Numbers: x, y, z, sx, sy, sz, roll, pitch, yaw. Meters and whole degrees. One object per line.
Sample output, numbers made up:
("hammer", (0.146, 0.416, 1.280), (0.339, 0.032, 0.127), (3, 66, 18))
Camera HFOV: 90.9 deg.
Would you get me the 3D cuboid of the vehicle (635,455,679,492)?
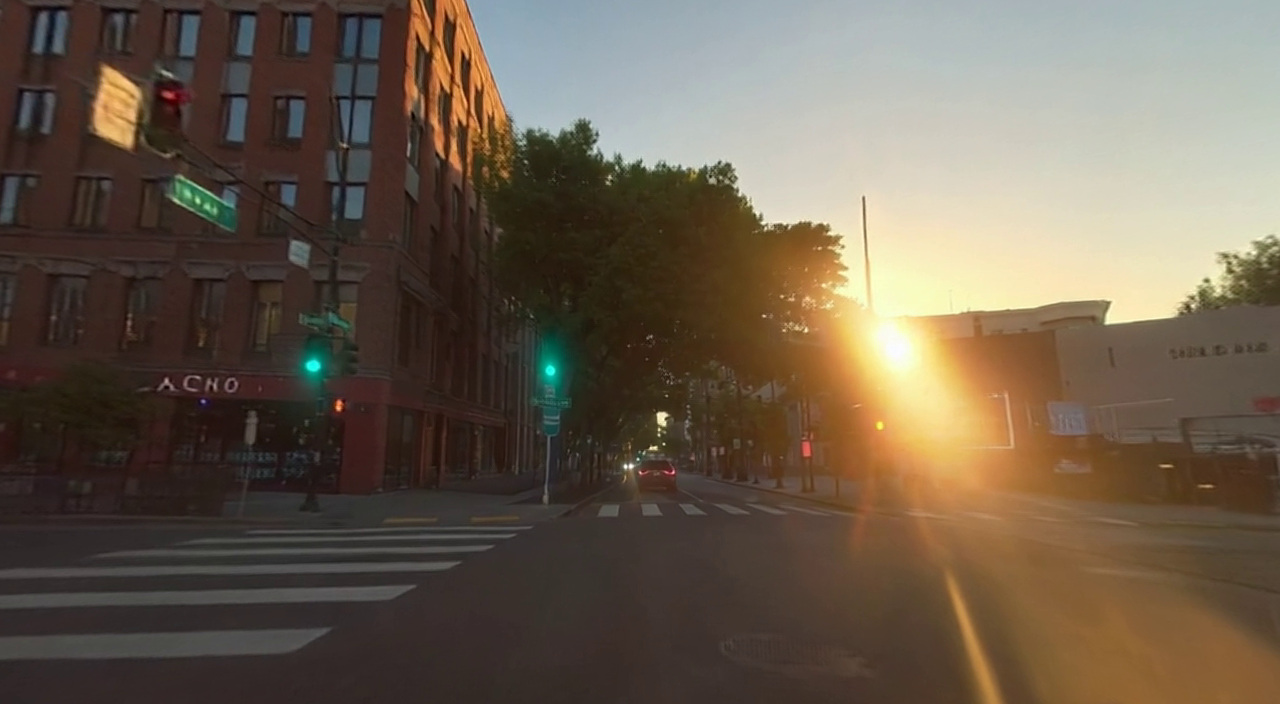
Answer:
("vehicle", (0.820, 6.028, 31.511), (2.079, 1.621, 3.861), (0, -8, 0))
